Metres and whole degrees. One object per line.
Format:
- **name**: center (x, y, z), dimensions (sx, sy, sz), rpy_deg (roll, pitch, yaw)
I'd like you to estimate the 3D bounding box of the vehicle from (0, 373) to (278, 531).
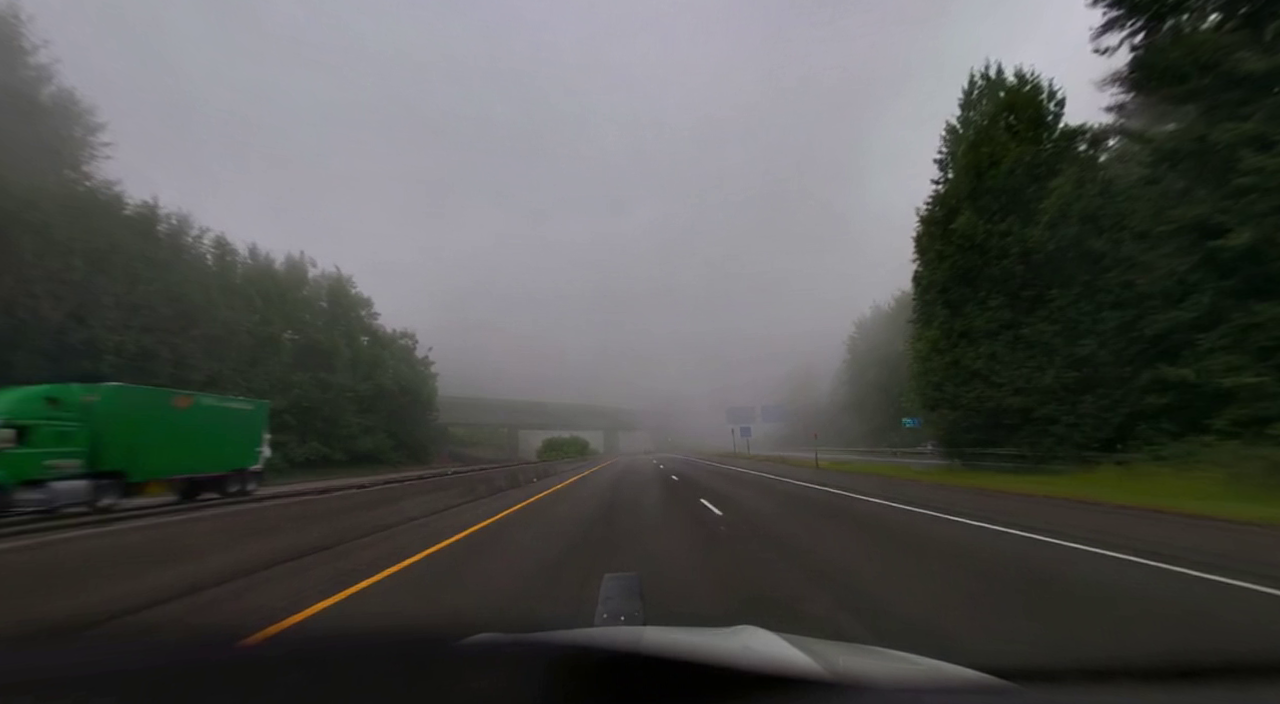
- **vehicle**: center (-15.930, 3.076, 19.610), dimensions (3.218, 3.648, 9.879), rpy_deg (0, -9, 1)
